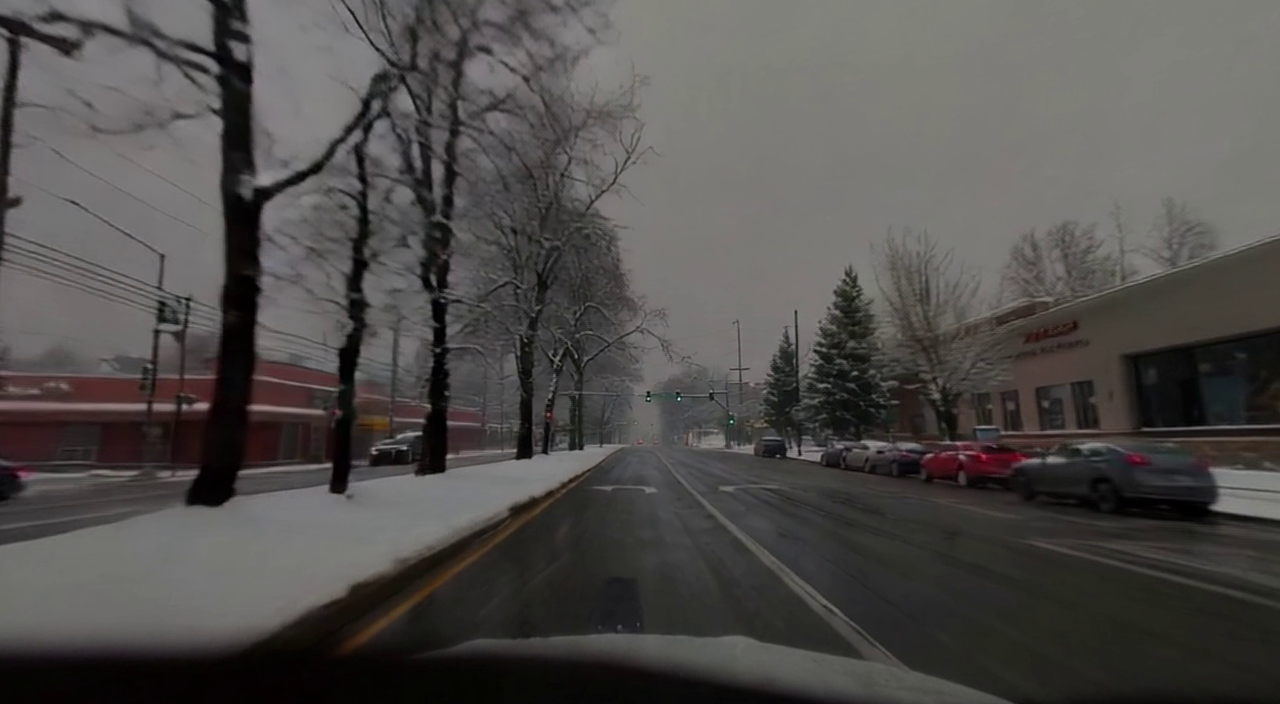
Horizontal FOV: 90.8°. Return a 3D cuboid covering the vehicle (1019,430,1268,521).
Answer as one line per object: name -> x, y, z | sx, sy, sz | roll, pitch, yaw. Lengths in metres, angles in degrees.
vehicle -> 10.057, 2.472, 13.120 | 1.901, 1.586, 3.903 | 0, -9, -1

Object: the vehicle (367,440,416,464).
vehicle -> -19.152, 7.705, 48.949 | 1.966, 1.753, 4.634 | 0, -9, -1

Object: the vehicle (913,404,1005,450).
vehicle -> 19.060, 4.588, 38.171 | 2.179, 2.441, 5.974 | -3, -8, -2

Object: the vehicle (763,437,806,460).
vehicle -> 10.200, 6.848, 44.804 | 1.919, 1.546, 4.730 | 0, -9, 0

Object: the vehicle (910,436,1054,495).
vehicle -> 9.771, 3.266, 18.532 | 1.726, 1.486, 4.394 | 0, -9, -1

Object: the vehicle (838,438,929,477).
vehicle -> 9.970, 4.360, 26.297 | 1.926, 1.464, 4.436 | 0, -9, -1
